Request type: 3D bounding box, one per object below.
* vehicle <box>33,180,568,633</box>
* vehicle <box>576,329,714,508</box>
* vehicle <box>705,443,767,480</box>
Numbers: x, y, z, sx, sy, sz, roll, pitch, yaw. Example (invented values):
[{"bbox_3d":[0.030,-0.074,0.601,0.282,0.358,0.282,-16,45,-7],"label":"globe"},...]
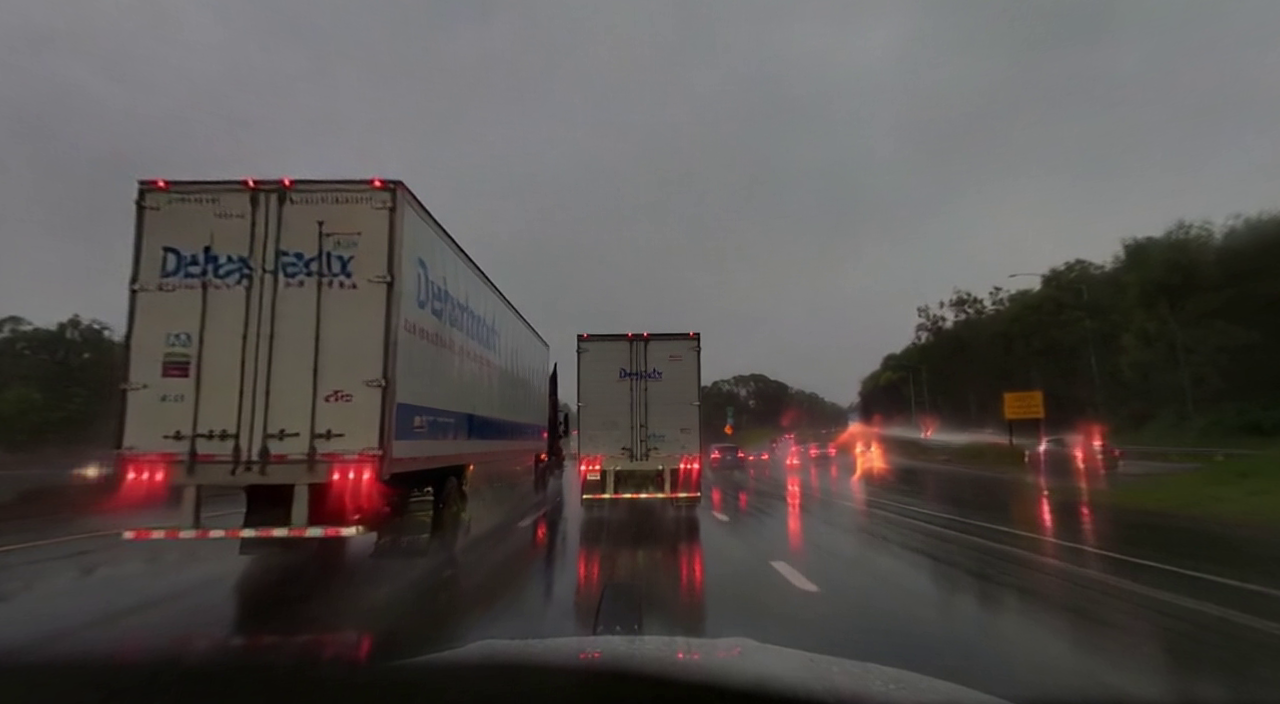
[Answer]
[{"bbox_3d":[-3.855,1.572,13.643,2.873,4.107,15.970,0,-9,-1],"label":"vehicle"},{"bbox_3d":[0.055,2.112,18.434,2.910,3.828,9.805,0,-9,-1],"label":"vehicle"},{"bbox_3d":[4.123,4.760,27.793,2.010,1.446,4.579,0,-9,0],"label":"vehicle"}]
